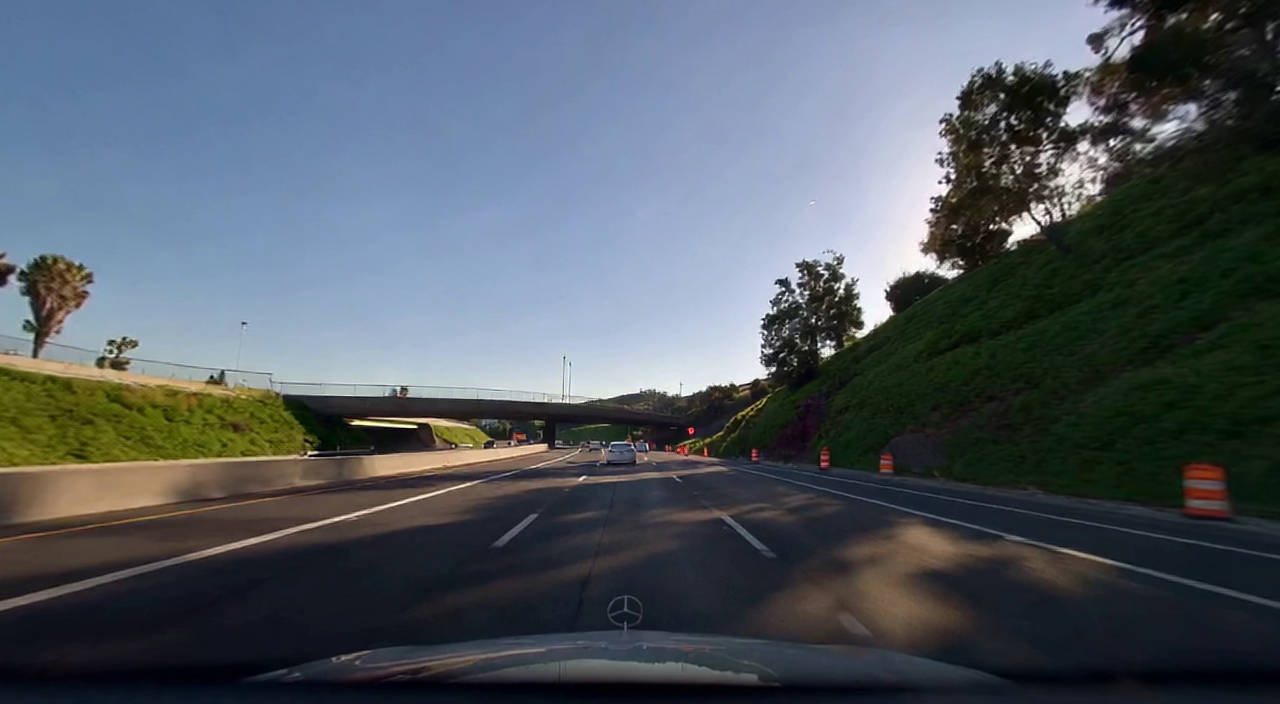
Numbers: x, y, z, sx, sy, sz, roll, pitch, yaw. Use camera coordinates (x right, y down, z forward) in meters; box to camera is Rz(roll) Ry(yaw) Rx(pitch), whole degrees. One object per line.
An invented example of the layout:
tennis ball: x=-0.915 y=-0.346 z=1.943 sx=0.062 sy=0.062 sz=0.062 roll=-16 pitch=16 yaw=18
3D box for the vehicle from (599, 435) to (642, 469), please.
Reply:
vehicle: x=-1.175 y=5.736 z=36.217 sx=2.328 sy=1.805 sz=4.502 roll=0 pitch=-8 yaw=-3
